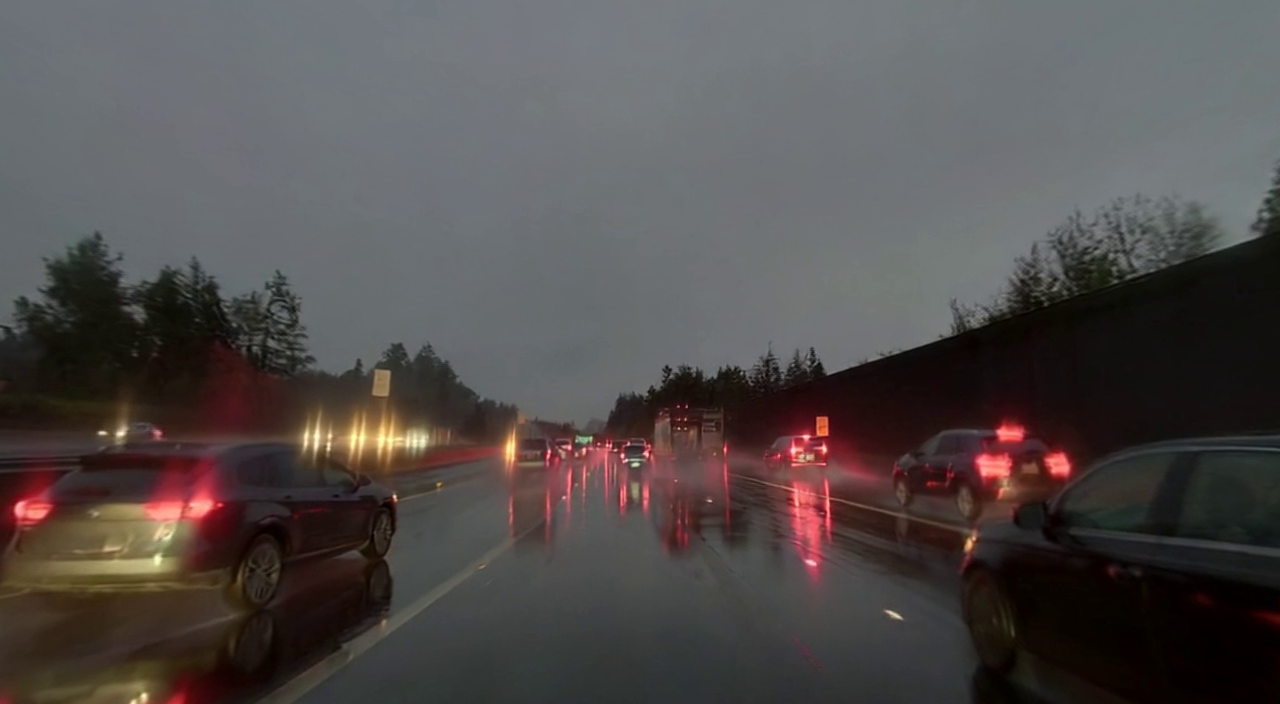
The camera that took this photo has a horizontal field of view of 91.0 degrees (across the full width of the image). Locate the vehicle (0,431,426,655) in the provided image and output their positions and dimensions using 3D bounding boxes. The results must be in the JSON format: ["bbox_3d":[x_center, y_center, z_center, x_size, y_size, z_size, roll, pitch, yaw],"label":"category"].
[{"bbox_3d":[-3.923,1.566,6.302,1.947,1.424,4.264,0,-9,2],"label":"vehicle"}]

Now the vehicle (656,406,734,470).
[{"bbox_3d":[2.976,5.323,38.473,3.426,3.279,12.313,0,-8,-1],"label":"vehicle"}]

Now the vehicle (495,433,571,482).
[{"bbox_3d":[-4.211,4.254,25.646,2.176,1.783,4.799,0,-9,1],"label":"vehicle"}]

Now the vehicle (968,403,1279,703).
[{"bbox_3d":[3.230,0.917,2.007,2.031,1.504,4.327,0,-9,0],"label":"vehicle"}]

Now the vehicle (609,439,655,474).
[{"bbox_3d":[-0.425,5.414,32.902,2.235,1.682,4.094,0,-9,-1],"label":"vehicle"}]
